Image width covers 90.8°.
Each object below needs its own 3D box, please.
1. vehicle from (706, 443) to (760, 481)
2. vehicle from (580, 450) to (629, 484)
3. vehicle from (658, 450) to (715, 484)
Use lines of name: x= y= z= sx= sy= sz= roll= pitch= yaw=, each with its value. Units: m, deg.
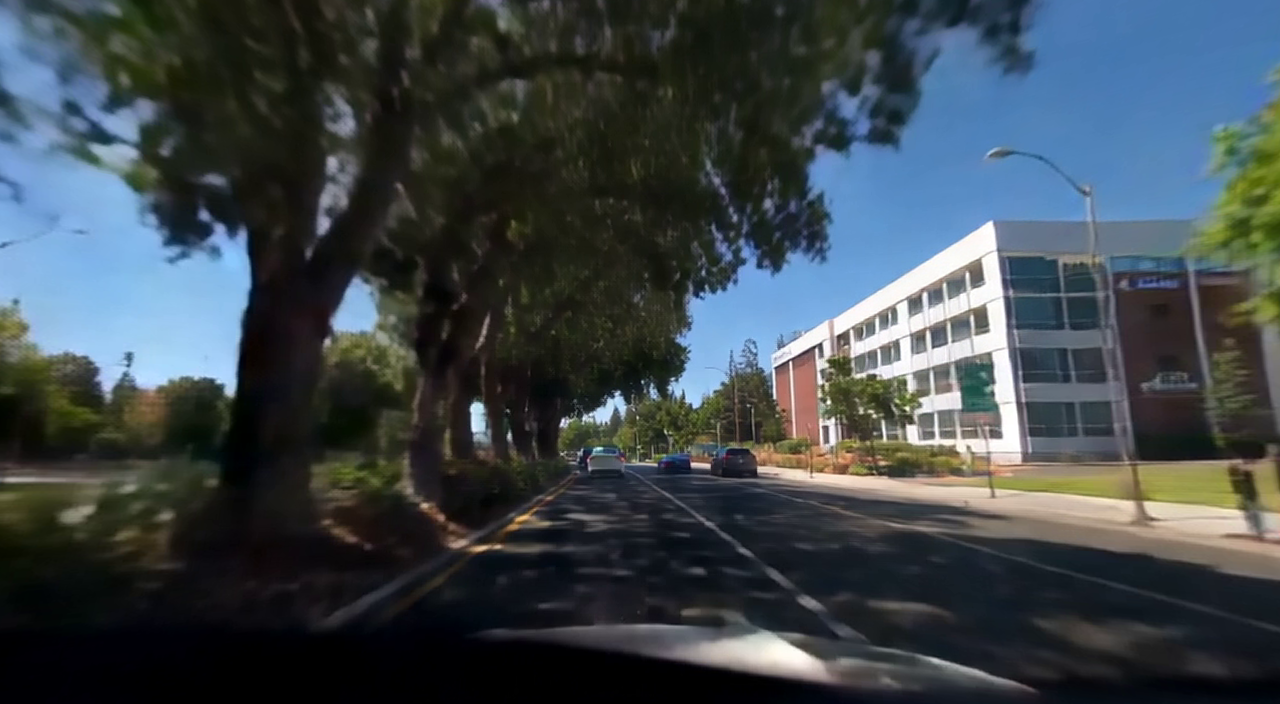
vehicle: x=5.276 y=6.353 z=36.654 sx=2.052 sy=1.990 sz=4.736 roll=0 pitch=-9 yaw=-4
vehicle: x=-1.664 y=5.311 z=29.494 sx=2.101 sy=1.444 sz=4.248 roll=0 pitch=-9 yaw=-4
vehicle: x=2.107 y=5.429 z=30.013 sx=1.993 sy=1.477 sz=4.240 roll=0 pitch=-9 yaw=-5
